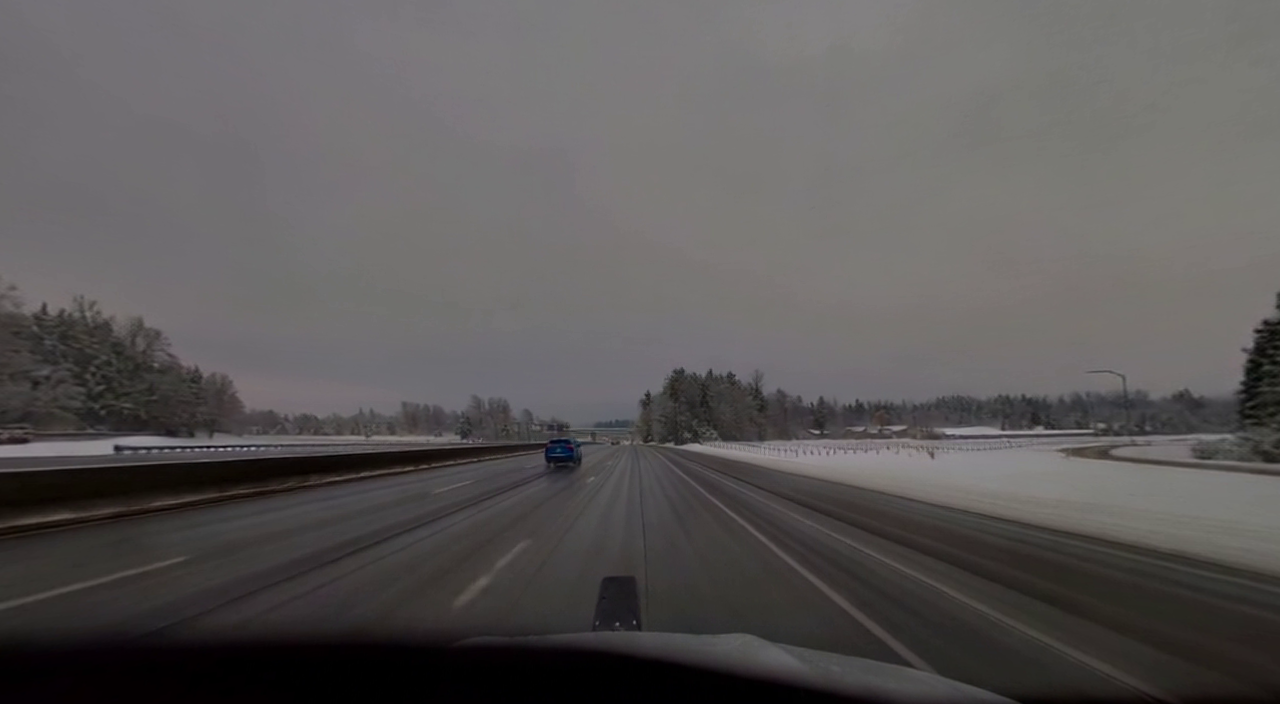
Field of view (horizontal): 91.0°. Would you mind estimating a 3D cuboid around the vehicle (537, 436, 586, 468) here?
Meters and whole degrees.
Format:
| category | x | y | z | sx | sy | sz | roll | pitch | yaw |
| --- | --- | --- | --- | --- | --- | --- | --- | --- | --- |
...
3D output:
| category | x | y | z | sx | sy | sz | roll | pitch | yaw |
| --- | --- | --- | --- | --- | --- | --- | --- | --- | --- |
| vehicle | -3.979 | 5.124 | 32.539 | 2.008 | 1.567 | 3.959 | 0 | -8 | 0 |
